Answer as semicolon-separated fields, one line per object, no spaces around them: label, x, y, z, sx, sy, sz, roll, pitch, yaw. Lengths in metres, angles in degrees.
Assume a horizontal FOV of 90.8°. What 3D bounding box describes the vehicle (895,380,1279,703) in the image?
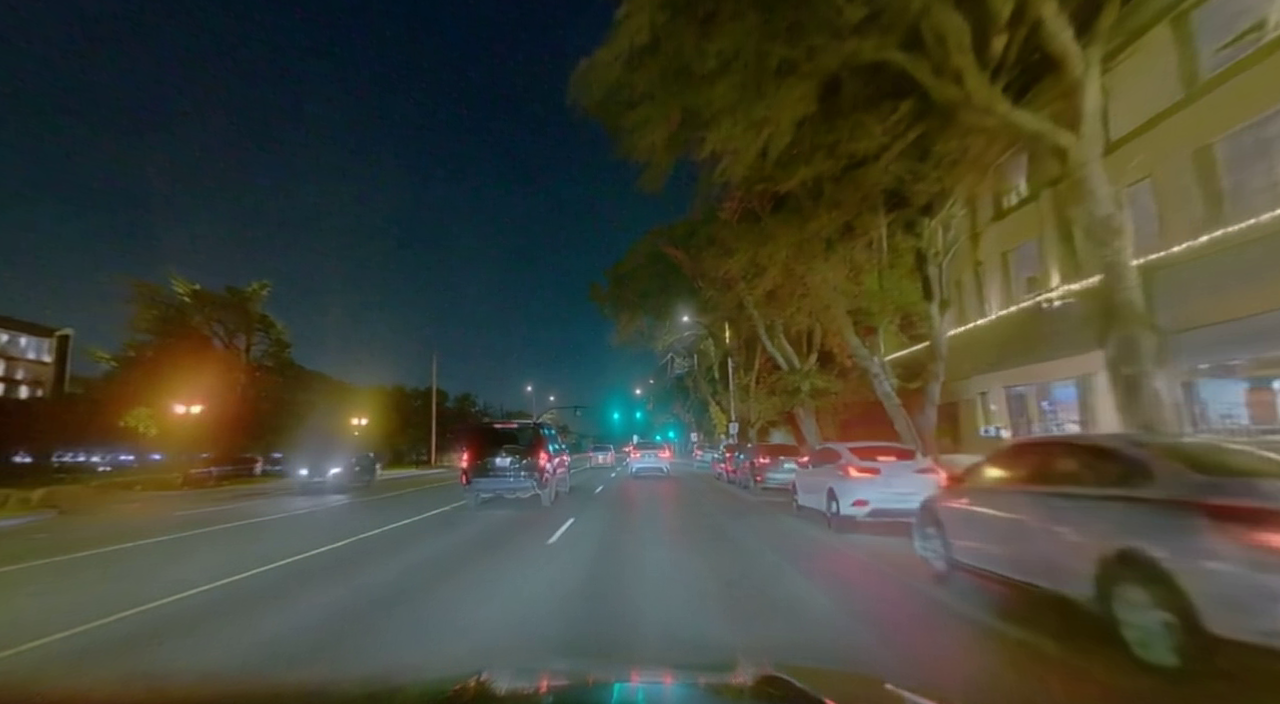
vehicle;3.578;1.167;4.083;1.931;1.625;4.409;0;-9;-1

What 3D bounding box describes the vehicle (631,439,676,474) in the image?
vehicle;0.644;5.289;32.088;2.126;1.657;4.132;0;-9;0

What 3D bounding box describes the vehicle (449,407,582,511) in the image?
vehicle;-2.812;2.599;15.679;2.213;2.123;5.124;0;-9;0

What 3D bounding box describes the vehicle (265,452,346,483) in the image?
vehicle;-19.592;6.767;37.303;1.911;1.638;5.028;0;-9;1

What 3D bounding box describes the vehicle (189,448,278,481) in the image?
vehicle;-24.929;6.904;39.042;2.095;1.862;5.261;0;-9;-2

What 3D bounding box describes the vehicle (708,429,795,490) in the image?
vehicle;3.721;3.721;22.083;2.090;1.861;4.805;0;-9;-1
